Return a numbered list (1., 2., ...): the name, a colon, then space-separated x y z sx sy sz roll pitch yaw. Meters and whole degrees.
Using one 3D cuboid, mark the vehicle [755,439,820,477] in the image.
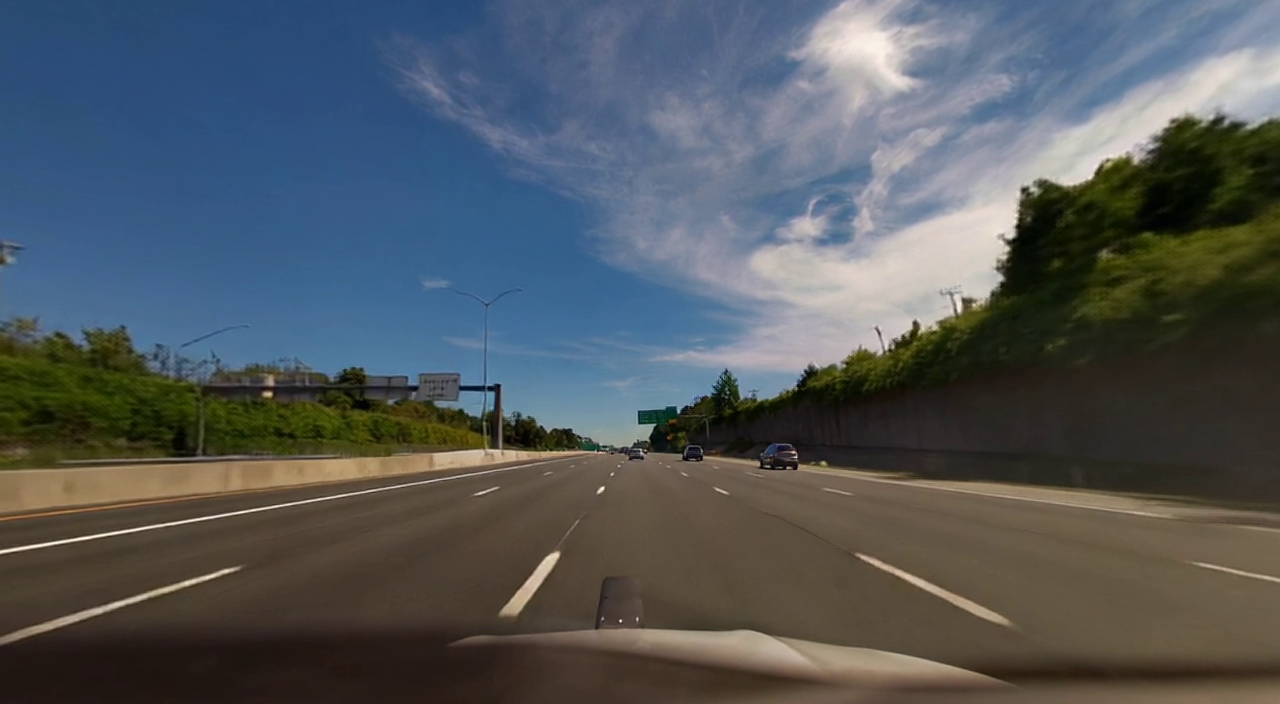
1. vehicle: 7.432 5.377 32.214 2.167 1.781 4.340 0 -9 -1
